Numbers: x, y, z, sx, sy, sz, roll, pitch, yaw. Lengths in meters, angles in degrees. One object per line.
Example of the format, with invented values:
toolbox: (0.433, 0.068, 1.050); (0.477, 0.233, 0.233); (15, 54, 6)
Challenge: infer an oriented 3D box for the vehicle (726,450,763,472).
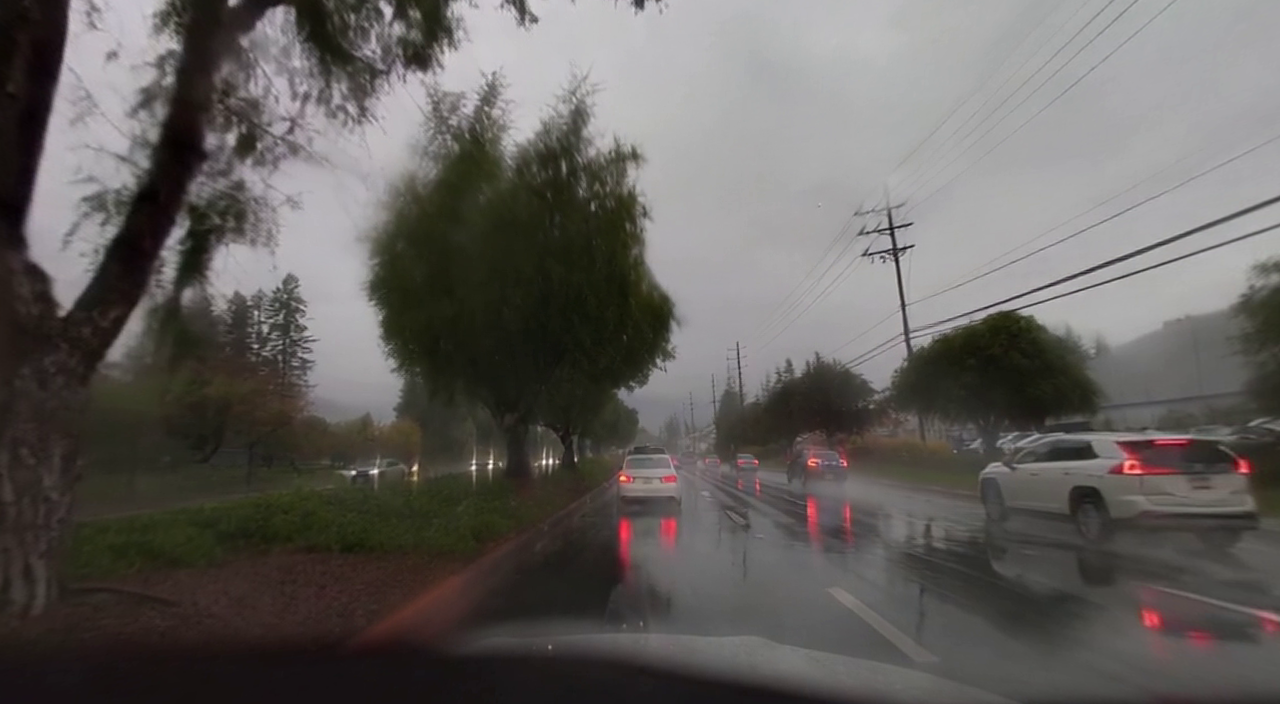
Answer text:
vehicle: (7.753, 8.136, 47.290); (1.899, 1.458, 4.499); (0, -8, -1)

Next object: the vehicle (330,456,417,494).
vehicle: (-12.097, 5.591, 29.026); (1.942, 1.481, 4.621); (0, -8, 0)

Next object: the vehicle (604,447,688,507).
vehicle: (0.157, 3.435, 17.823); (2.108, 1.479, 3.935); (0, -8, 0)

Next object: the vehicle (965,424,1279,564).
vehicle: (7.292, 2.028, 9.837); (1.983, 1.649, 4.557); (0, -8, 0)

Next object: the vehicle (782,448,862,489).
vehicle: (7.274, 4.654, 25.674); (1.850, 1.480, 4.474); (0, -8, -1)
